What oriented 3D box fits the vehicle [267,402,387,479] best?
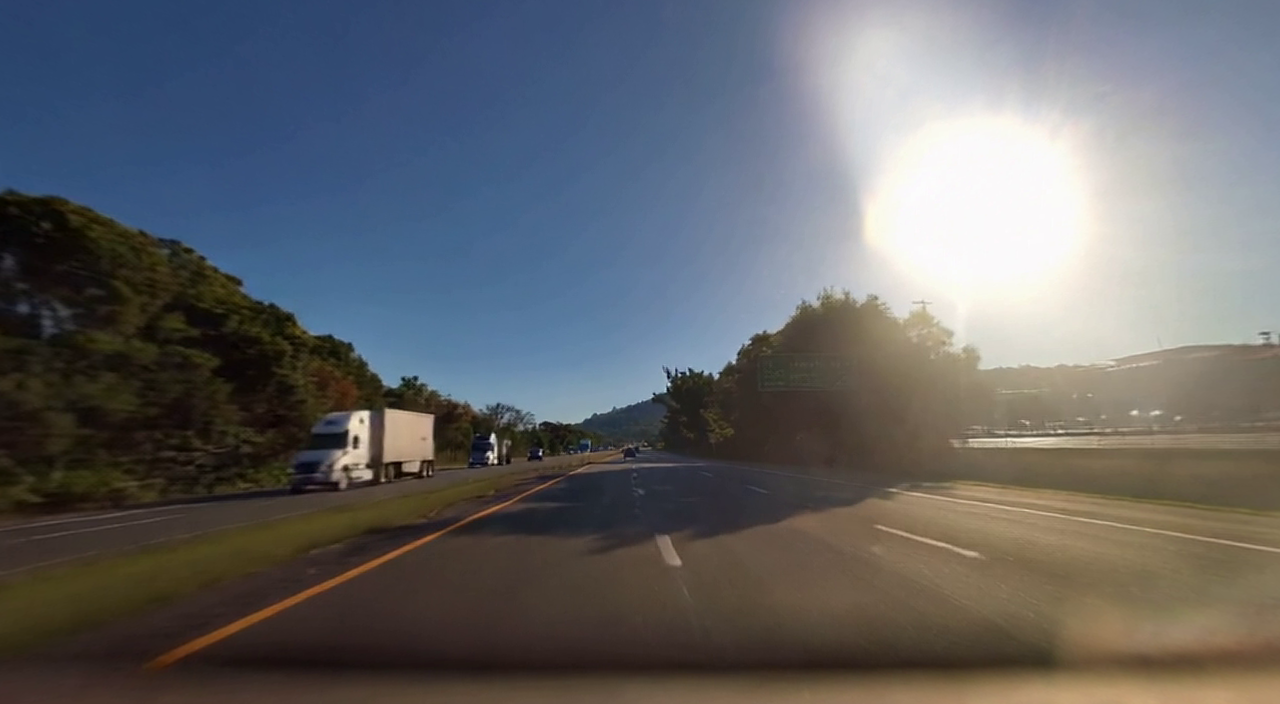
[{"bbox_3d":[-16.563,4.830,34.071,3.058,3.716,6.984,0,-9,-2],"label":"vehicle"}]
